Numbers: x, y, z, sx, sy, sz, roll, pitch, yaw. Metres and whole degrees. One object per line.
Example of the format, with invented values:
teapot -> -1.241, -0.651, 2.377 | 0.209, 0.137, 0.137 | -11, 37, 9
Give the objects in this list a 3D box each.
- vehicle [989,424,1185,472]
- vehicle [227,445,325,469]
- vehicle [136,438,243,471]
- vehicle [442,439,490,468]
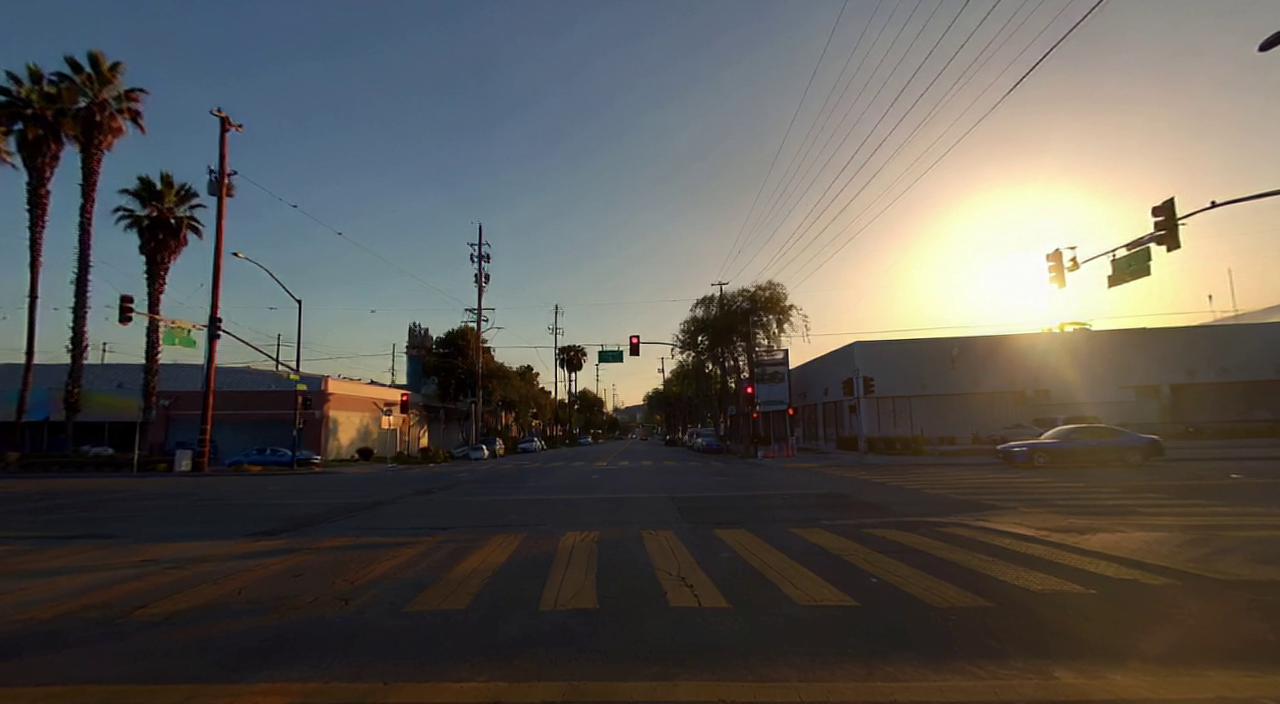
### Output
vehicle -> 14.760, 3.215, 21.133 | 4.918, 1.479, 1.897 | -1, -9, 7
vehicle -> -22.311, 6.438, 38.840 | 4.849, 1.444, 1.881 | 0, -8, 1
vehicle -> -25.911, 5.928, 36.462 | 4.613, 1.820, 2.021 | 0, -9, 3
vehicle -> -11.984, 6.991, 43.808 | 2.016, 1.717, 4.287 | 0, -6, 1
